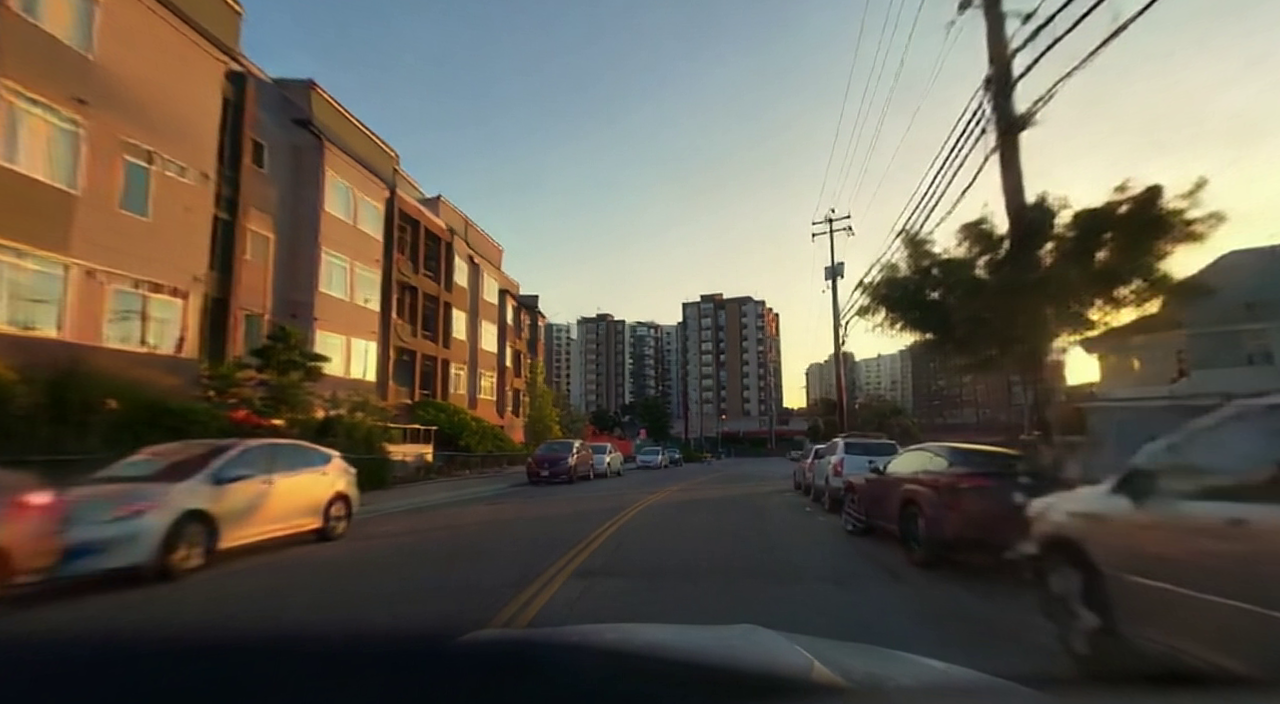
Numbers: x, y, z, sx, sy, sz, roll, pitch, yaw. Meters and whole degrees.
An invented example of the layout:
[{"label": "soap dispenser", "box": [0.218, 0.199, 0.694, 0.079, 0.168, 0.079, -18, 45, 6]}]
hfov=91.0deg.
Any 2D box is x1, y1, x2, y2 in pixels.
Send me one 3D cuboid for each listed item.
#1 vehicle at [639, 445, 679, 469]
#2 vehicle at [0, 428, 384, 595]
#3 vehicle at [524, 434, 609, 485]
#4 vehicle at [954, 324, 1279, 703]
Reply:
[{"label": "vehicle", "box": [1.414, 7.529, 45.449, 1.998, 1.633, 4.673, -2, -9, 12]}, {"label": "vehicle", "box": [-5.654, 1.896, 8.506, 1.966, 1.568, 4.705, -1, -9, 7]}, {"label": "vehicle", "box": [-2.884, 4.382, 25.944, 1.953, 1.871, 4.712, -2, -9, 13]}, {"label": "vehicle", "box": [3.814, 0.901, 2.638, 2.184, 2.035, 5.422, 0, -9, 0]}]
